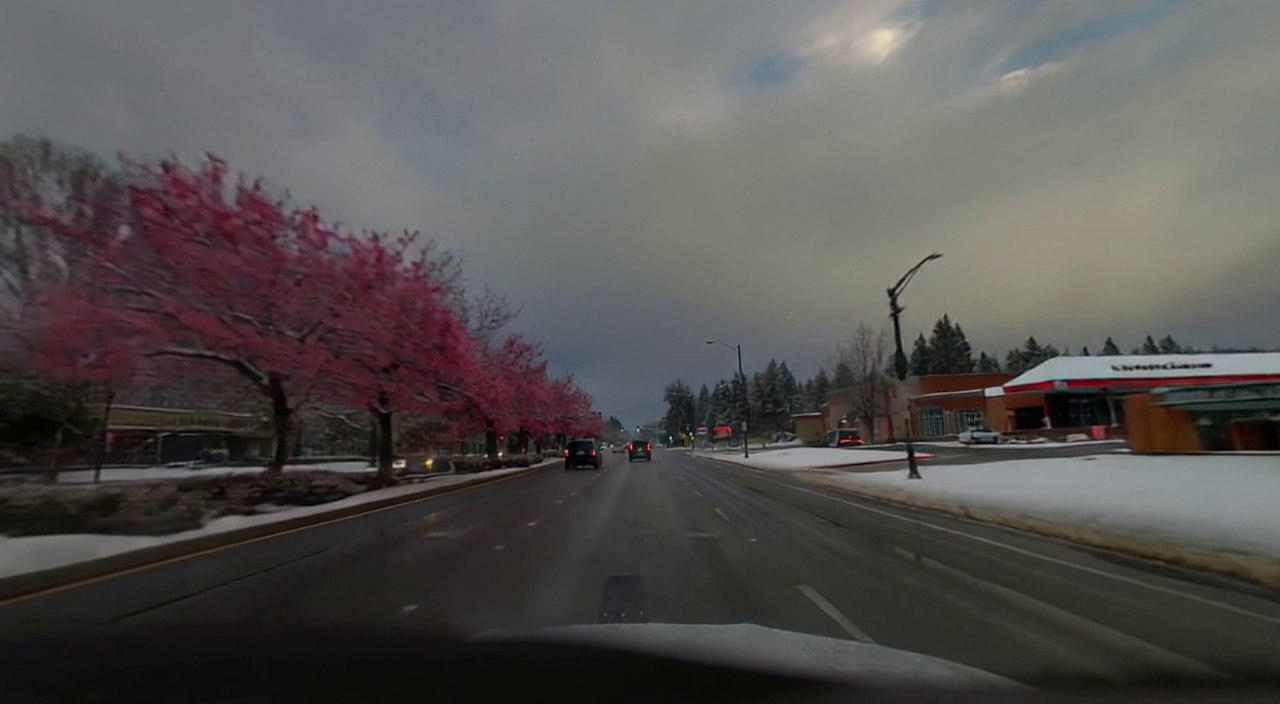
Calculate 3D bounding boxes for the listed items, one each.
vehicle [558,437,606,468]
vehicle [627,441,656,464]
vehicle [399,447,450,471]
[{"bbox_3d":[-3.566,6.336,39.730,2.453,1.844,4.751,0,-8,2],"label":"vehicle"},{"bbox_3d":[0.122,7.813,49.174,2.149,1.701,4.379,0,-8,0],"label":"vehicle"},{"bbox_3d":[-14.780,7.337,43.303,1.854,1.475,4.448,0,-8,1],"label":"vehicle"}]
